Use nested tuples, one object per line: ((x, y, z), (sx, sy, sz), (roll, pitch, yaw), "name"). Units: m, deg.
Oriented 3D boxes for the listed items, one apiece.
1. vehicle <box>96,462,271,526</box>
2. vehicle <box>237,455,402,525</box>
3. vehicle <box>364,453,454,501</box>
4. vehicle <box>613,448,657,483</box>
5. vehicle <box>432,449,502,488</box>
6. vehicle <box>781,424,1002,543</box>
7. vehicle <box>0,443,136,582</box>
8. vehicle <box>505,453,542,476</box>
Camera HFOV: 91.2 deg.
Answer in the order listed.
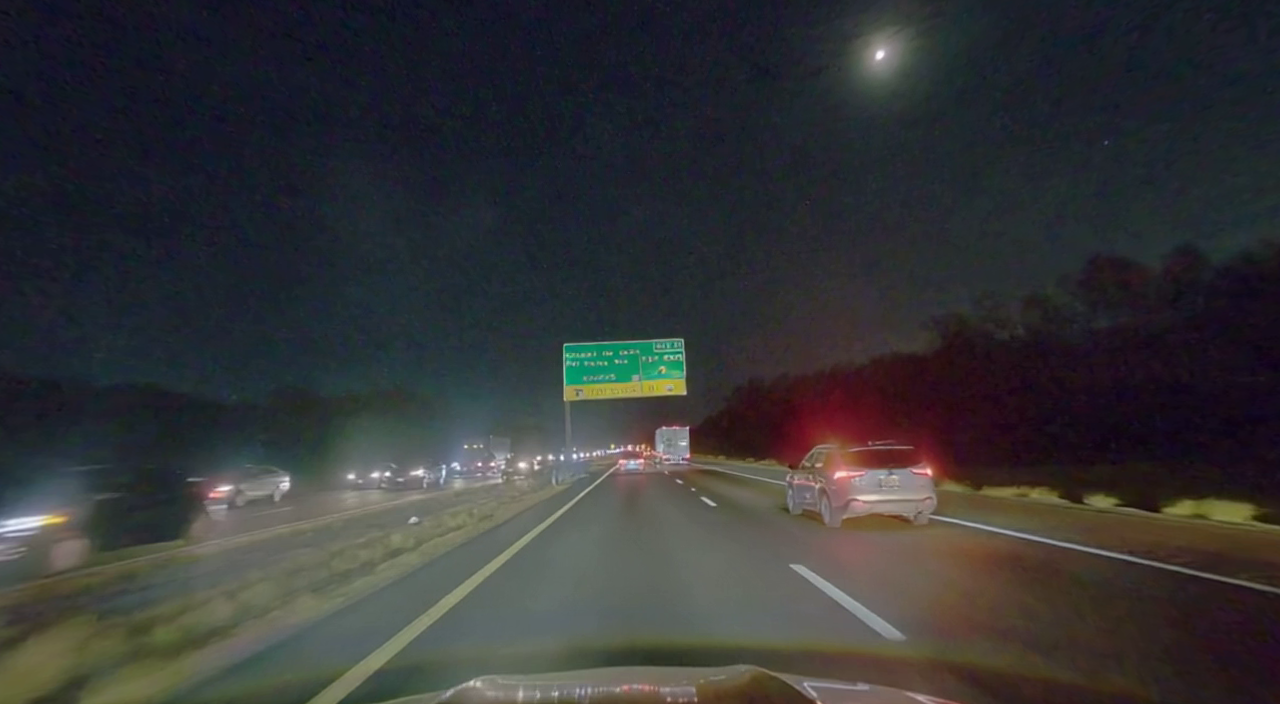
((-13.079, 4.054, 18.389), (1.843, 1.525, 4.390), (0, -9, -1), "vehicle")
((-7.930, 3.412, 16.084), (1.877, 1.481, 4.430), (0, -9, 0), "vehicle")
((-8.106, 4.378, 22.355), (1.795, 1.493, 3.786), (0, -9, 0), "vehicle")
((-0.255, 5.375, 29.993), (1.971, 1.518, 4.108), (0, -9, -1), "vehicle")
((-7.932, 5.353, 29.209), (1.987, 1.663, 4.580), (0, -9, 0), "vehicle")
((4.098, 2.218, 11.166), (2.077, 1.673, 4.267), (0, -9, -1), "vehicle")
((-8.507, 1.847, 7.072), (1.988, 1.621, 4.397), (0, -9, -1), "vehicle")
((-8.308, 8.054, 45.023), (1.850, 1.476, 4.085), (0, -9, 0), "vehicle")
